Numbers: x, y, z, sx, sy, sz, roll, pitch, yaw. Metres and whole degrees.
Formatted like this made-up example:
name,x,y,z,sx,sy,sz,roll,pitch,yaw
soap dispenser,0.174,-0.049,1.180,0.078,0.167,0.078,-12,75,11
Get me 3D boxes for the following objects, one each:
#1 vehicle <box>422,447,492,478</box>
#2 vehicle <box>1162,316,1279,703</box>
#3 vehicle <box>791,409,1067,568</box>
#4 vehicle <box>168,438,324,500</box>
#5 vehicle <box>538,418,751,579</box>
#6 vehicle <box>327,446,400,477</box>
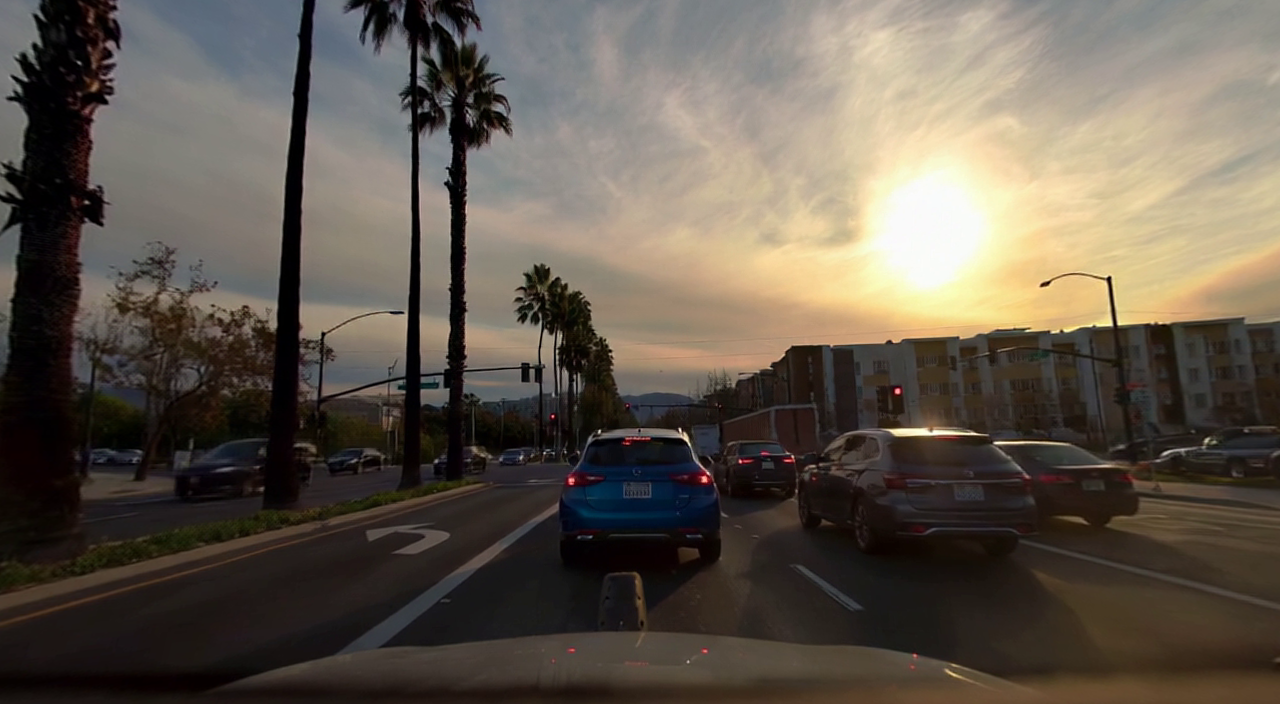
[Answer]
name,x,y,z,sx,sy,sz,roll,pitch,yaw
vehicle,-9.182,5.554,32.112,2.168,1.462,4.505,0,-9,1
vehicle,3.400,0.461,0.168,2.171,1.806,5.058,0,-9,0
vehicle,3.662,1.810,9.047,1.947,1.725,4.159,0,-9,0
vehicle,-12.580,3.744,20.625,2.180,1.776,4.521,0,-9,0
vehicle,0.033,1.747,8.273,2.083,1.572,4.021,0,-9,0
vehicle,-16.335,6.493,37.684,2.167,1.737,4.824,0,-9,0
